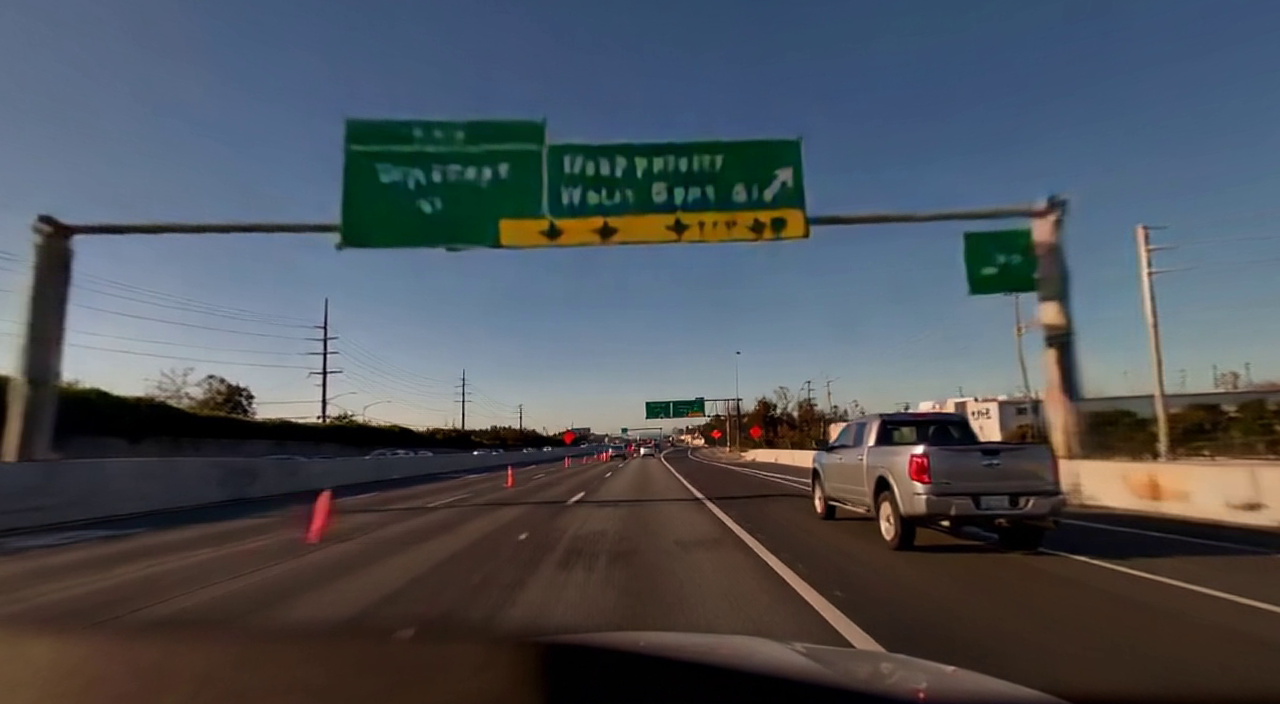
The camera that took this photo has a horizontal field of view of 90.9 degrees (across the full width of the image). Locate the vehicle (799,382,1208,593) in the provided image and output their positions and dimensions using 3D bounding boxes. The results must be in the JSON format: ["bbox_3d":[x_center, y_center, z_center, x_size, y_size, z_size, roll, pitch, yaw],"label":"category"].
[{"bbox_3d":[3.868,1.579,8.254,2.186,1.840,5.289,0,-8,0],"label":"vehicle"}]

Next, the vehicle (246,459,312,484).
[{"bbox_3d":[-23.638,7.815,41.455,1.757,1.465,4.244,0,-8,2],"label":"vehicle"}]
